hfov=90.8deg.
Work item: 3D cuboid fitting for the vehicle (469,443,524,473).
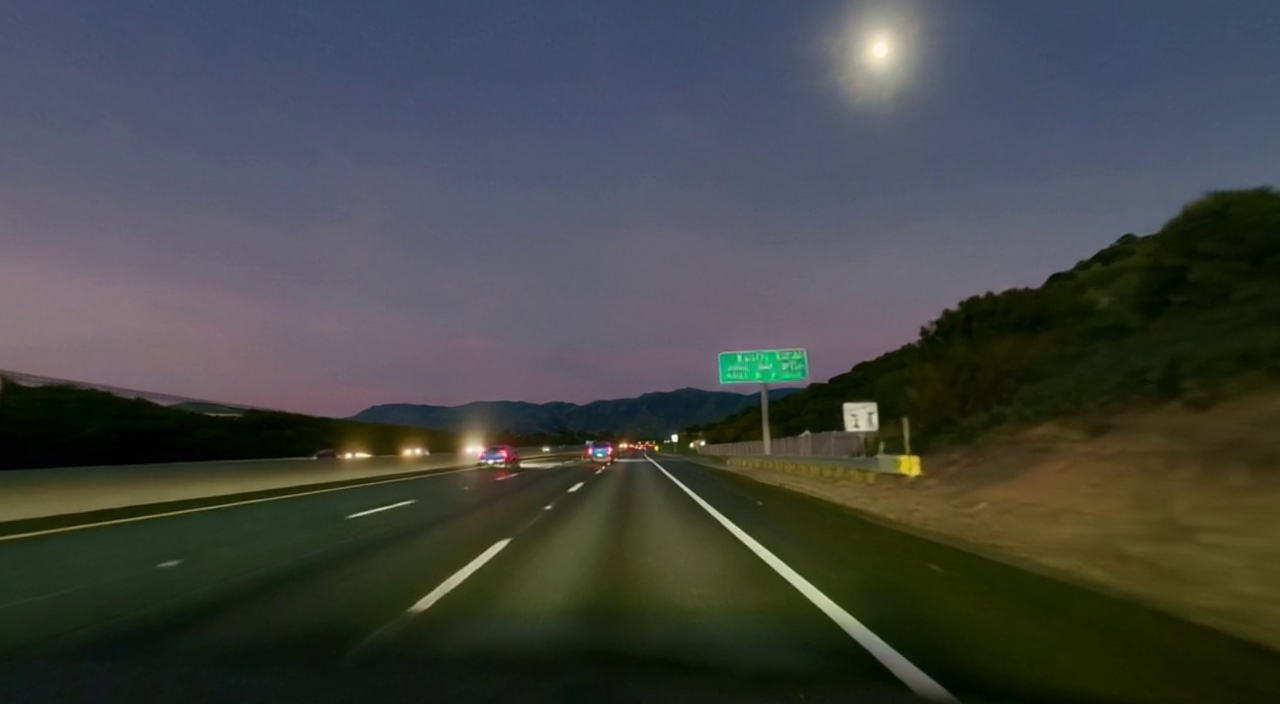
[{"bbox_3d":[-7.764,5.785,34.626,1.930,1.508,4.567,0,-9,0],"label":"vehicle"}]

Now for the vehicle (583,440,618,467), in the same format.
[{"bbox_3d":[-2.697,7.074,44.165,2.029,1.753,4.718,0,-9,1],"label":"vehicle"}]
